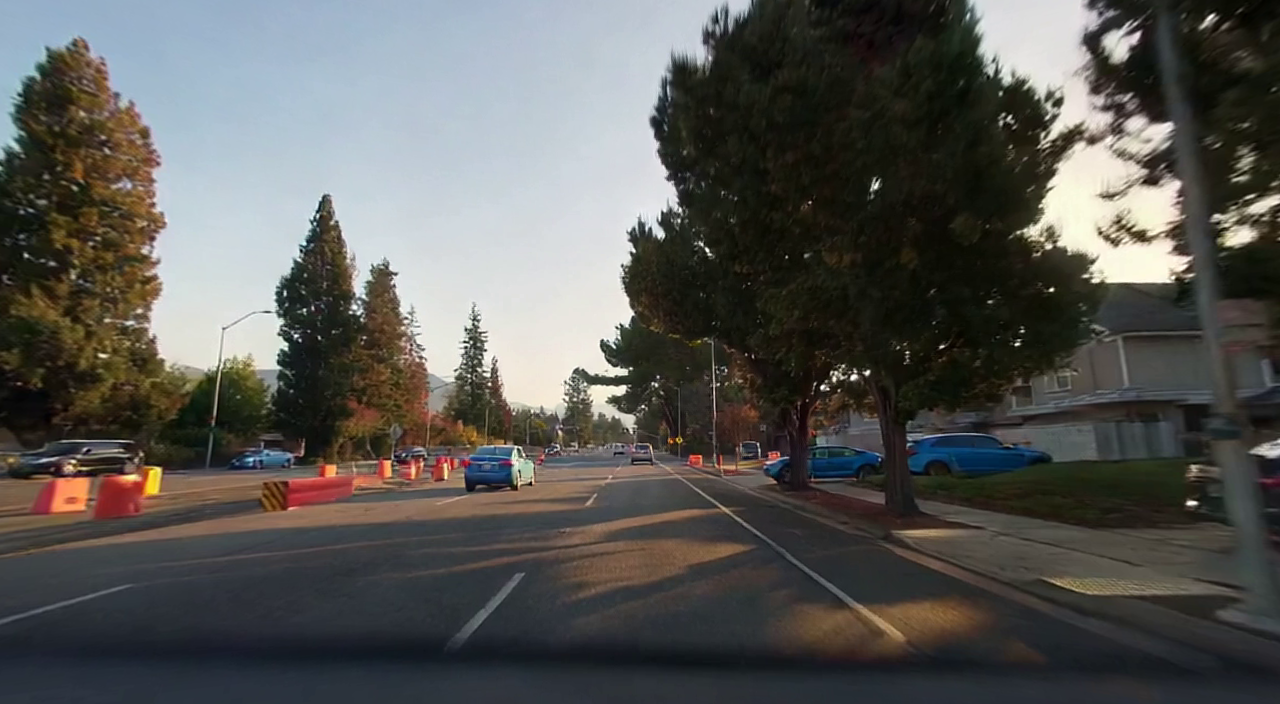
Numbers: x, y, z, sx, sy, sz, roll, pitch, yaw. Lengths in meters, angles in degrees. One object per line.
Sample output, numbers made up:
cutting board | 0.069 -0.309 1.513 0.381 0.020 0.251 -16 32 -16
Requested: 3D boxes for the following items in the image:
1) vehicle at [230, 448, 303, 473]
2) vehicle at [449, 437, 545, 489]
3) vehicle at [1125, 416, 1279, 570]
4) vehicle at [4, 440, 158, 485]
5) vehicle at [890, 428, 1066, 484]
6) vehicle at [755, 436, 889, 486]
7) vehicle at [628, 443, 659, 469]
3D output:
vehicle | -24.634 7.146 41.744 1.906 1.525 4.709 0 -9 1
vehicle | -4.950 3.928 22.626 2.198 1.663 4.519 0 -9 3
vehicle | 8.451 1.522 7.028 4.366 1.485 2.026 0 -9 -1
vehicle | -24.886 4.905 28.360 2.068 1.807 5.118 0 -9 2
vehicle | 11.738 3.645 22.207 4.936 1.813 2.158 0 -9 4
vehicle | 6.719 4.056 23.713 4.447 1.754 2.182 -1 -9 5
vehicle | 0.222 7.437 45.136 2.135 1.711 4.124 0 -9 0
